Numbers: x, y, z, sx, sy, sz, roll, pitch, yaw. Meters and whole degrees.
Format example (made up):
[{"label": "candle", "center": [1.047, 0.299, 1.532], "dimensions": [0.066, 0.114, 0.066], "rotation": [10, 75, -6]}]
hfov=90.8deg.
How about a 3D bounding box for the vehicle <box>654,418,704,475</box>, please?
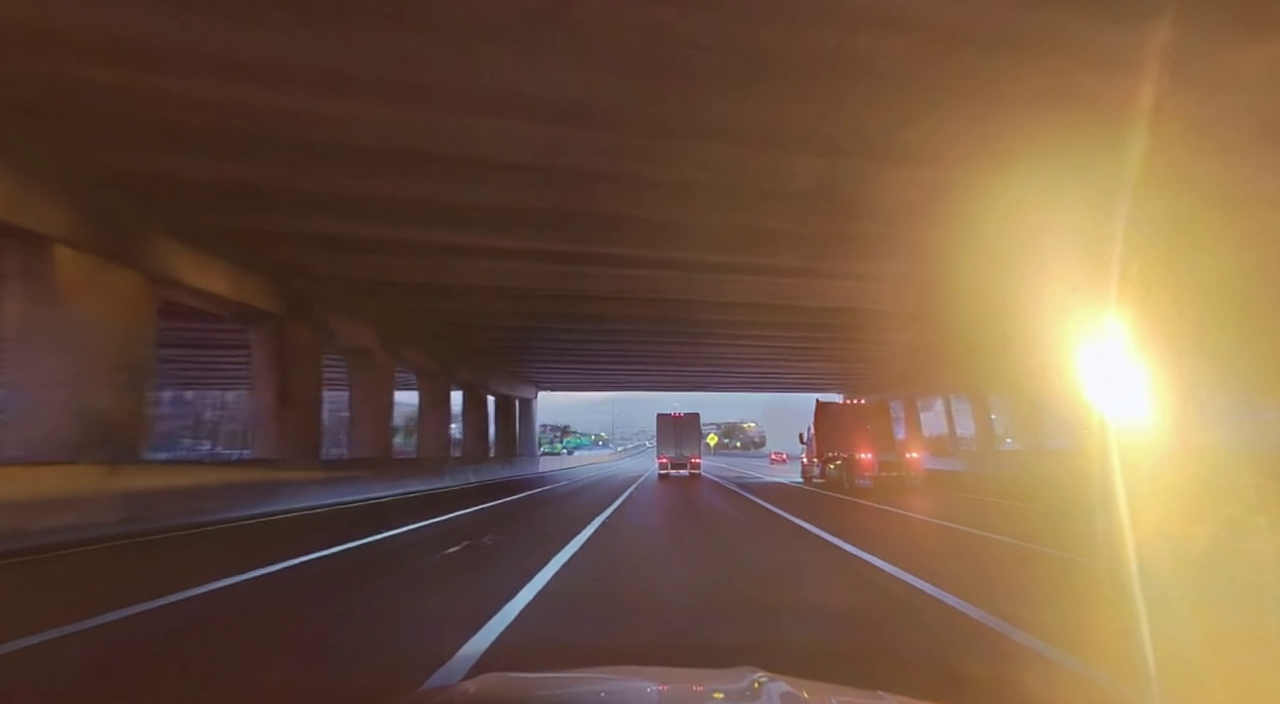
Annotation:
[{"label": "vehicle", "center": [2.959, 7.233, 47.784], "dimensions": [3.244, 3.713, 12.155], "rotation": [-1, -9, 4]}]
